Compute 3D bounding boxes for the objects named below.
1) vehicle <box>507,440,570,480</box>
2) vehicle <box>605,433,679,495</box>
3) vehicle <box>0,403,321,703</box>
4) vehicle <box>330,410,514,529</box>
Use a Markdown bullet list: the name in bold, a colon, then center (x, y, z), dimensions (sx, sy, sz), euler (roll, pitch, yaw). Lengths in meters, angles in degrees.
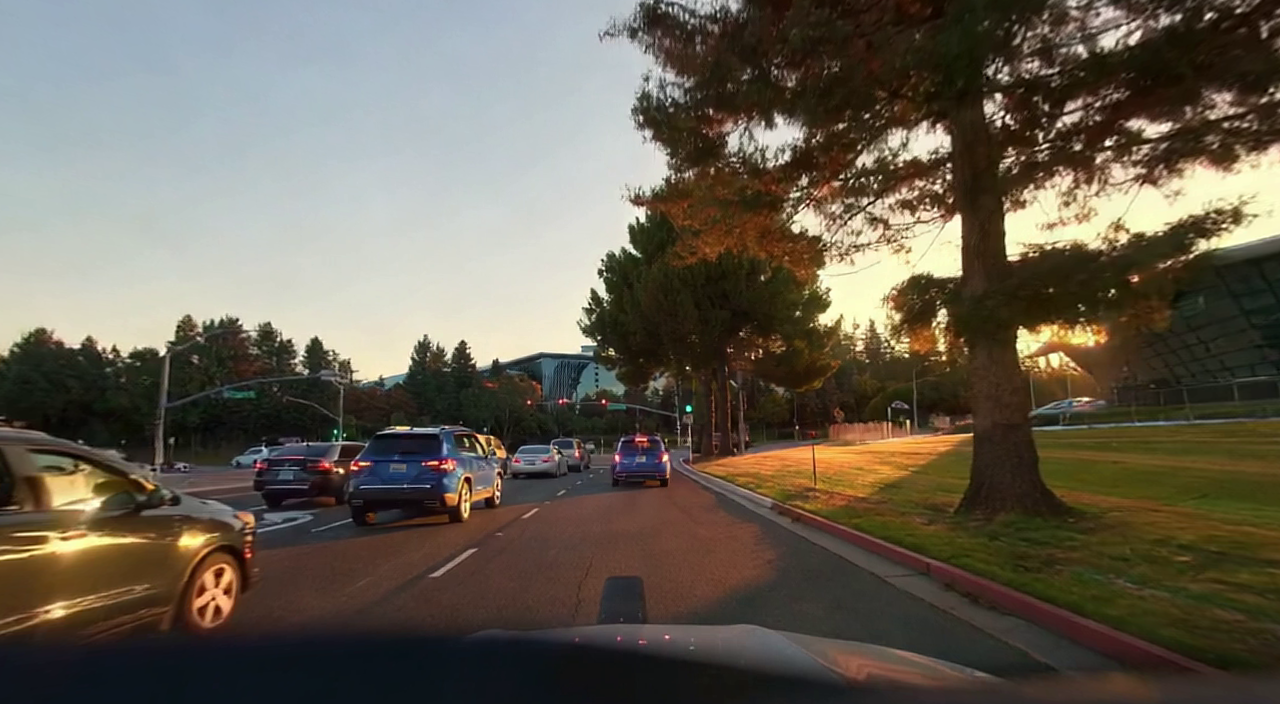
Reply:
- **vehicle**: center (-4.157, 4.486, 26.479), dimensions (1.942, 1.523, 4.212), euler (0, -9, 0)
- **vehicle**: center (0.039, 3.426, 19.700), dimensions (2.055, 1.681, 4.270), euler (0, -9, 0)
- **vehicle**: center (-3.694, 1.060, 3.165), dimensions (2.007, 1.512, 4.279), euler (0, -9, -1)
- **vehicle**: center (-4.115, 2.333, 13.082), dimensions (2.088, 1.947, 5.119), euler (0, -9, -1)
